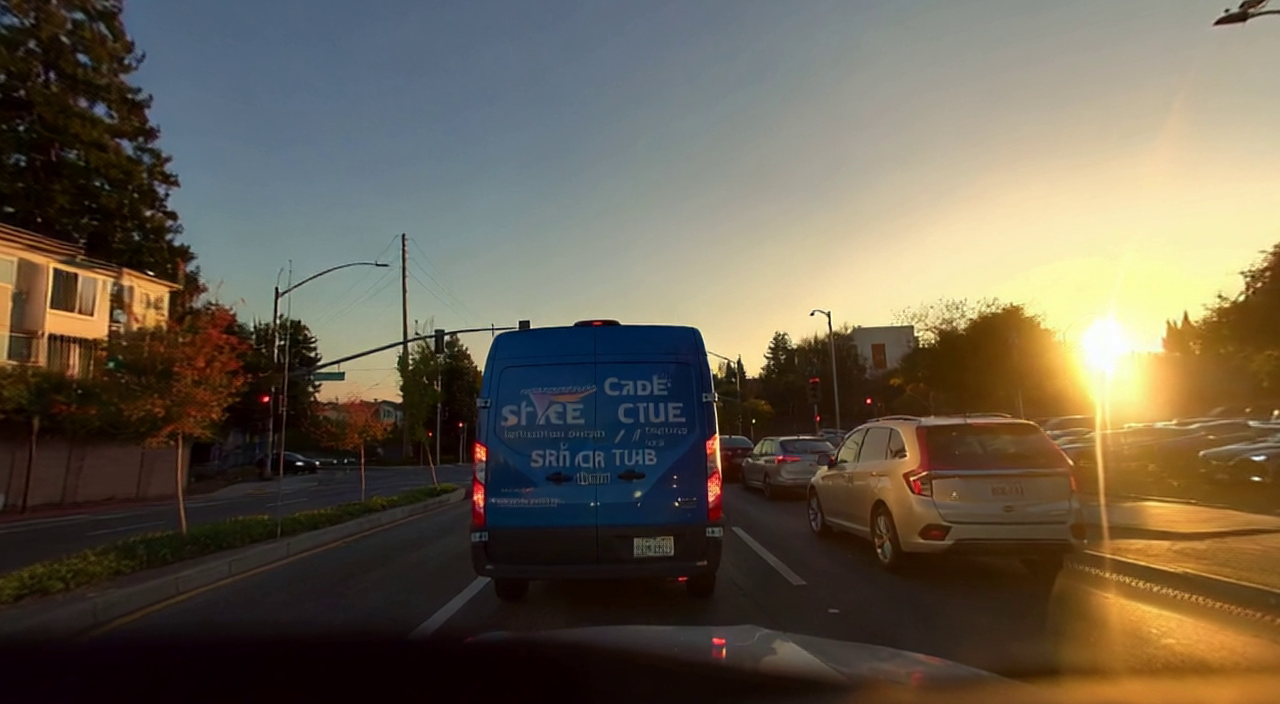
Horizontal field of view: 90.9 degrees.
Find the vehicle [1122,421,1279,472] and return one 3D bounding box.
[{"bbox_3d":[17.186,2.868,19.149,3.491,1.443,1.837,0,-8,0],"label":"vehicle"}]

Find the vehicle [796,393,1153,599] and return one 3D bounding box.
[{"bbox_3d":[3.435,1.560,7.670,1.965,1.771,4.295,0,-8,0],"label":"vehicle"}]

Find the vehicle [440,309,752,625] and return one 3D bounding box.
[{"bbox_3d":[-0.305,1.246,7.530,2.422,2.488,4.992,0,-8,1],"label":"vehicle"}]
